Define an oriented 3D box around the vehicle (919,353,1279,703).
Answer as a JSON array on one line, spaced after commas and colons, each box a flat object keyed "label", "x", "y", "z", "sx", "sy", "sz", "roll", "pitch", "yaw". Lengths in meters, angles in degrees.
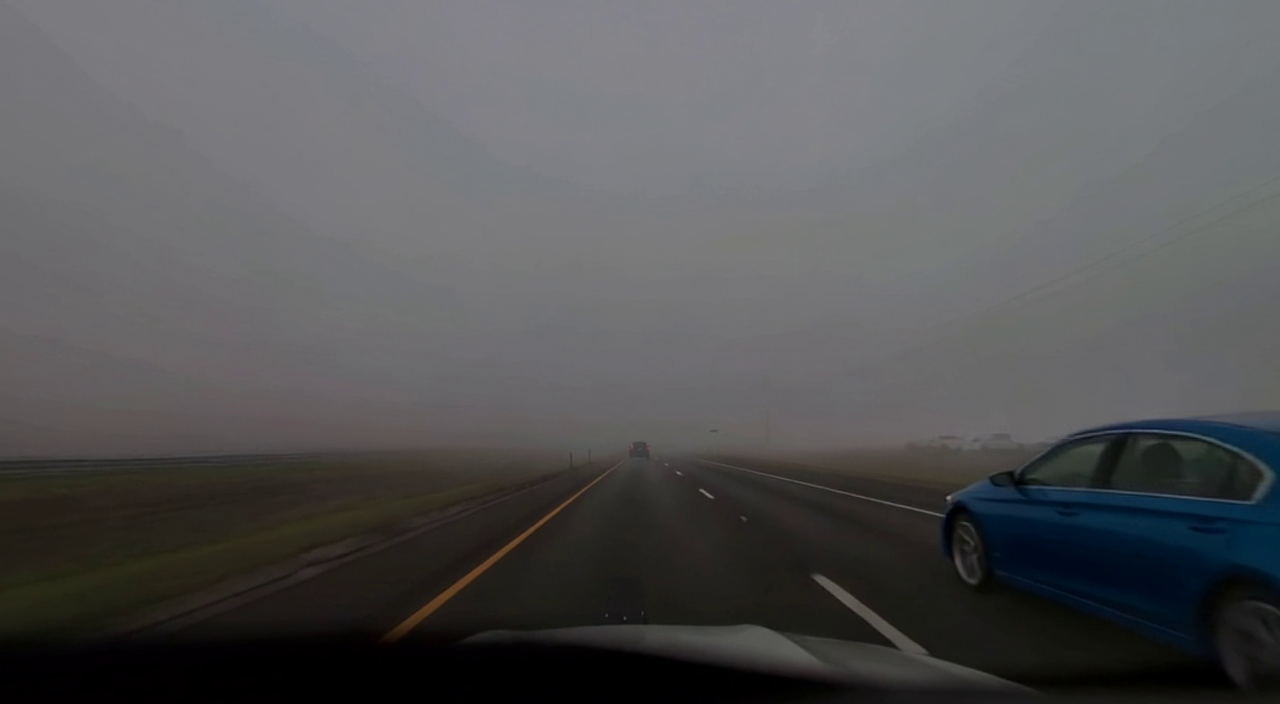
[{"label": "vehicle", "x": 3.552, "y": 0.959, "z": 3.302, "sx": 2.044, "sy": 1.658, "sz": 4.640, "roll": 0, "pitch": -8, "yaw": 0}]
